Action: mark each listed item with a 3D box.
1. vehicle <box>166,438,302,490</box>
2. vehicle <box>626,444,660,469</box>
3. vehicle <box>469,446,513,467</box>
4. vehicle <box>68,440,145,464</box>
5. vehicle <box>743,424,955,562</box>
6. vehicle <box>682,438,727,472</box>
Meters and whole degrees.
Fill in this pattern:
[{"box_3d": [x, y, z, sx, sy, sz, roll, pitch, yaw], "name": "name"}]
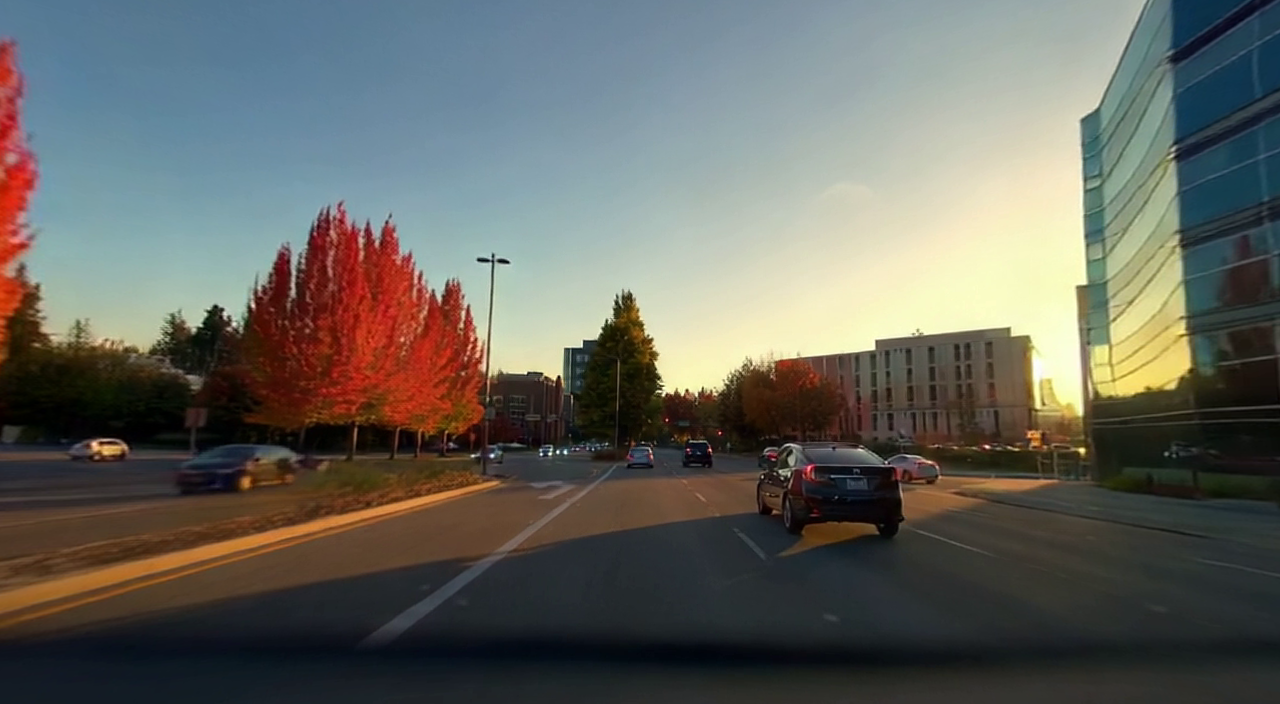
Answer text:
[{"box_3d": [-14.866, 4.094, 23.441, 2.064, 1.697, 4.381, -1, -8, 1], "name": "vehicle"}, {"box_3d": [0.156, 6.513, 39.569, 1.991, 1.477, 3.814, 0, -8, 0], "name": "vehicle"}, {"box_3d": [-11.136, 7.812, 47.532, 2.055, 1.479, 4.693, -1, -8, 2], "name": "vehicle"}, {"box_3d": [-41.504, 7.788, 49.202, 1.920, 1.763, 4.591, 0, -8, 0], "name": "vehicle"}, {"box_3d": [2.863, 1.999, 9.660, 1.901, 1.634, 3.896, 1, -8, 0], "name": "vehicle"}, {"box_3d": [3.826, 6.192, 38.280, 2.154, 1.844, 4.634, 2, -8, -1], "name": "vehicle"}]
